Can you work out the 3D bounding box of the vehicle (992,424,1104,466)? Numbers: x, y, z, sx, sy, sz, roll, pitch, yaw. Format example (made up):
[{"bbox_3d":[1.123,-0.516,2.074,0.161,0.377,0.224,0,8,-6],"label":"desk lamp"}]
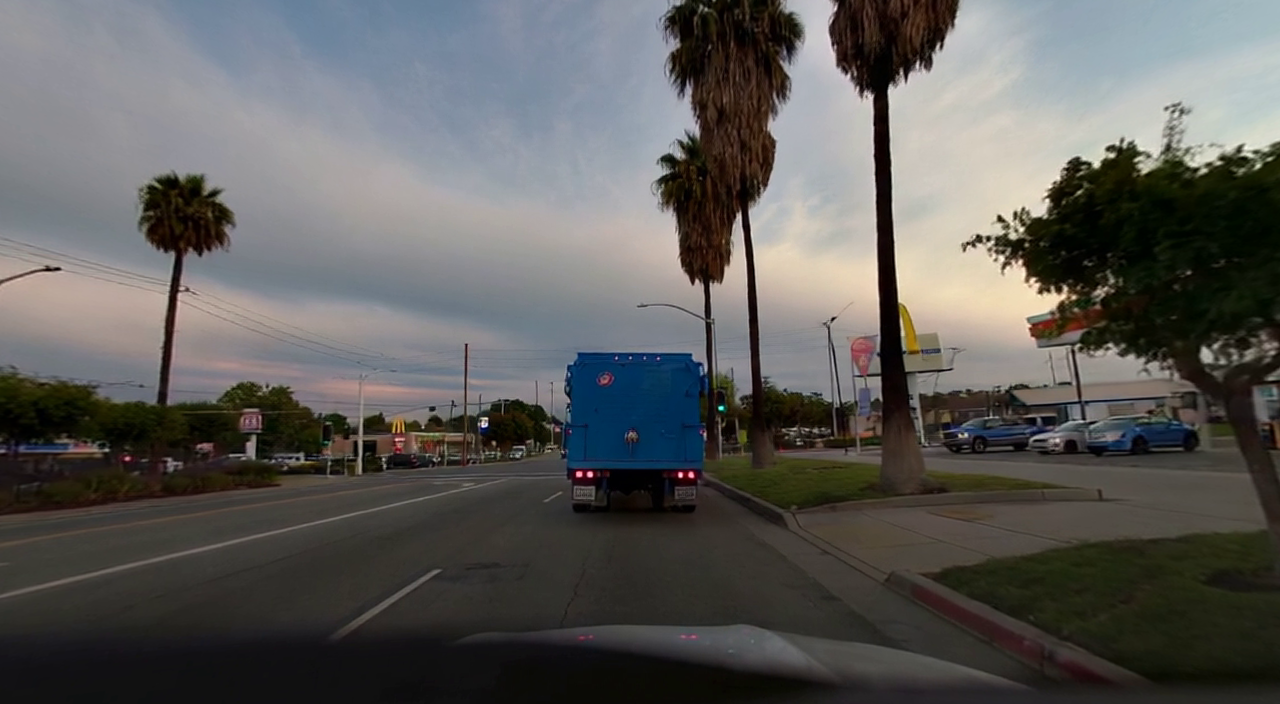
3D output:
[{"bbox_3d":[15.260,3.467,23.569,4.105,1.433,1.931,6,-10,-33],"label":"vehicle"}]

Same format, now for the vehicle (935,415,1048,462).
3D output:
[{"bbox_3d":[15.998,3.955,28.700,5.078,1.937,2.326,6,-10,-34],"label":"vehicle"}]

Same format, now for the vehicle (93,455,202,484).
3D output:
[{"bbox_3d":[-27.612,6.581,35.614,4.493,1.453,1.912,4,-9,-27],"label":"vehicle"}]

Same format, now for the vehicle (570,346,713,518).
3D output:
[{"bbox_3d":[0.028,1.761,13.996,2.463,2.954,5.938,1,-8,0],"label":"vehicle"}]

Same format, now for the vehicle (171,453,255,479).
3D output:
[{"bbox_3d":[-27.948,7.447,41.505,4.303,1.567,2.021,4,-9,-28],"label":"vehicle"}]

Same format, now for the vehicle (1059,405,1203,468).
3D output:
[{"bbox_3d":[15.768,2.693,20.236,4.472,1.730,1.939,2,-10,-31],"label":"vehicle"}]
